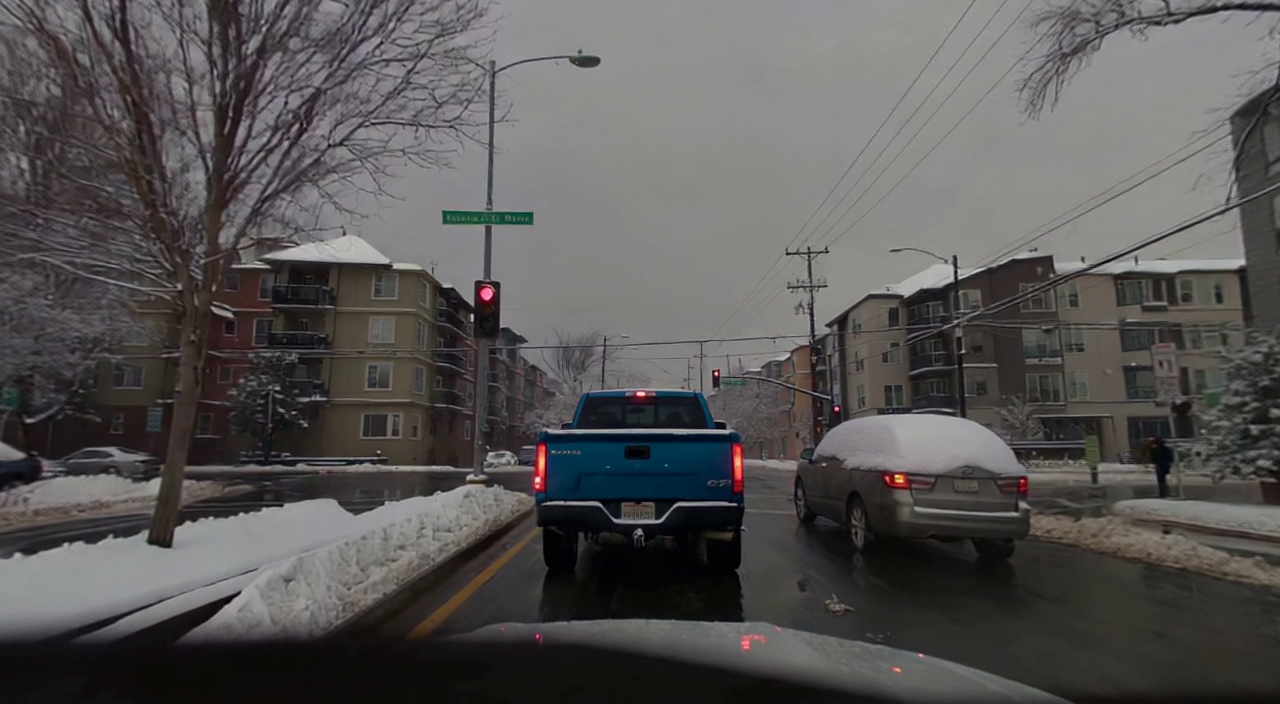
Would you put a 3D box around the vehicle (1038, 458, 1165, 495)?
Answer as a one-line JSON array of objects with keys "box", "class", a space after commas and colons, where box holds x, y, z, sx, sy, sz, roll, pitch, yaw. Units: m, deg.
[{"box": [21.785, 5.864, 29.884, 4.498, 1.618, 1.843, 0, -8, 0], "class": "vehicle"}]

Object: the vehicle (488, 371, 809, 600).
[{"box": [0.103, 1.512, 8.022, 2.738, 1.959, 5.070, 0, -8, 1], "class": "vehicle"}]

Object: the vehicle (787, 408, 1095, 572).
[{"box": [3.835, 1.853, 9.288, 2.131, 1.759, 4.762, 0, -8, 0], "class": "vehicle"}]

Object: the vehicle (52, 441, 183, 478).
[{"box": [-24.858, 5.115, 30.108, 4.563, 1.692, 1.778, 0, -8, -2], "class": "vehicle"}]

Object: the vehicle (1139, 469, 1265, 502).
[{"box": [26.396, 6.266, 29.699, 4.071, 1.388, 1.884, 0, -8, 1], "class": "vehicle"}]
